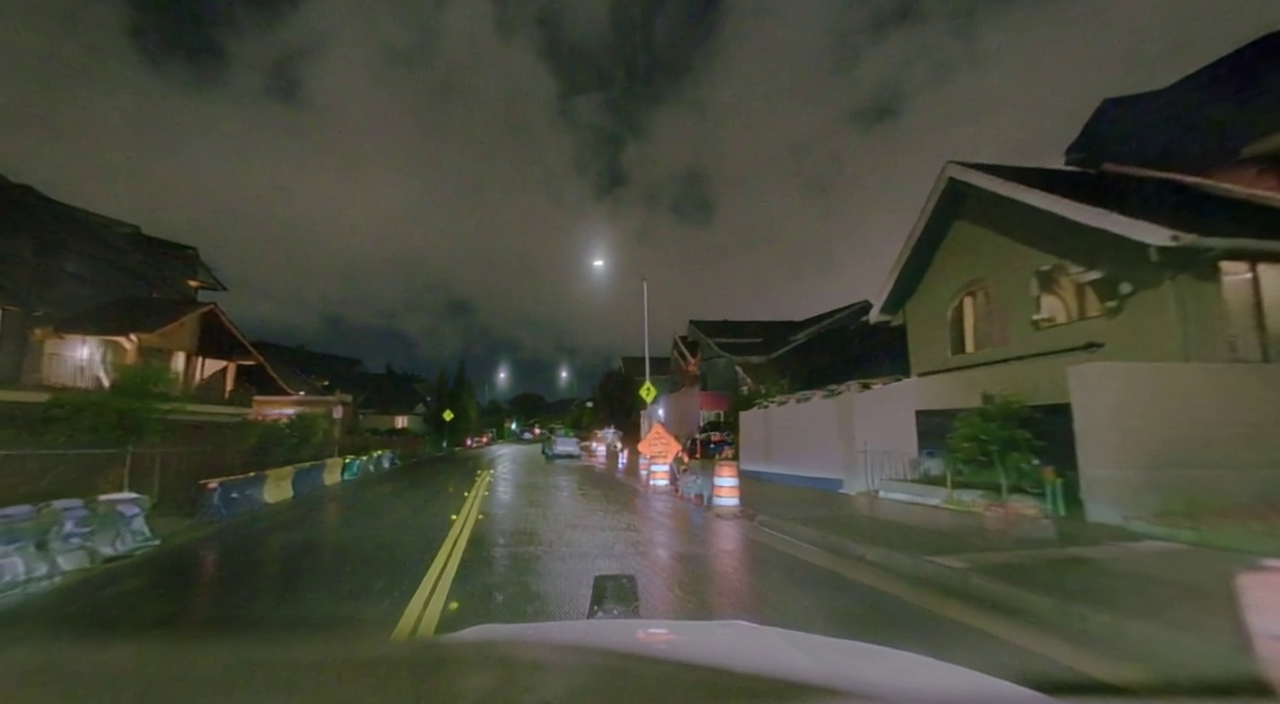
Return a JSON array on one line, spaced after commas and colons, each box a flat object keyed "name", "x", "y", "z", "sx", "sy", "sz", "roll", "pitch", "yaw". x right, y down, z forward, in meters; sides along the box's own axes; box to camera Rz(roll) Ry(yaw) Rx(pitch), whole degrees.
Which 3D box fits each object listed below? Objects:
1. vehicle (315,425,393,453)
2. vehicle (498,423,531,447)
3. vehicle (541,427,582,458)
[{"name": "vehicle", "x": -18.896, "y": 5.765, "z": 41.814, "sx": 4.205, "sy": 1.745, "sz": 2.121, "roll": 0, "pitch": -10, "yaw": -6}, {"name": "vehicle", "x": -9.819, "y": 6.551, "z": 49.638, "sx": 2.050, "sy": 1.742, "sz": 4.197, "roll": 1, "pitch": -7, "yaw": -5}, {"name": "vehicle", "x": -4.120, "y": 4.665, "z": 32.686, "sx": 1.998, "sy": 1.494, "sz": 3.927, "roll": 1, "pitch": -8, "yaw": -8}]
